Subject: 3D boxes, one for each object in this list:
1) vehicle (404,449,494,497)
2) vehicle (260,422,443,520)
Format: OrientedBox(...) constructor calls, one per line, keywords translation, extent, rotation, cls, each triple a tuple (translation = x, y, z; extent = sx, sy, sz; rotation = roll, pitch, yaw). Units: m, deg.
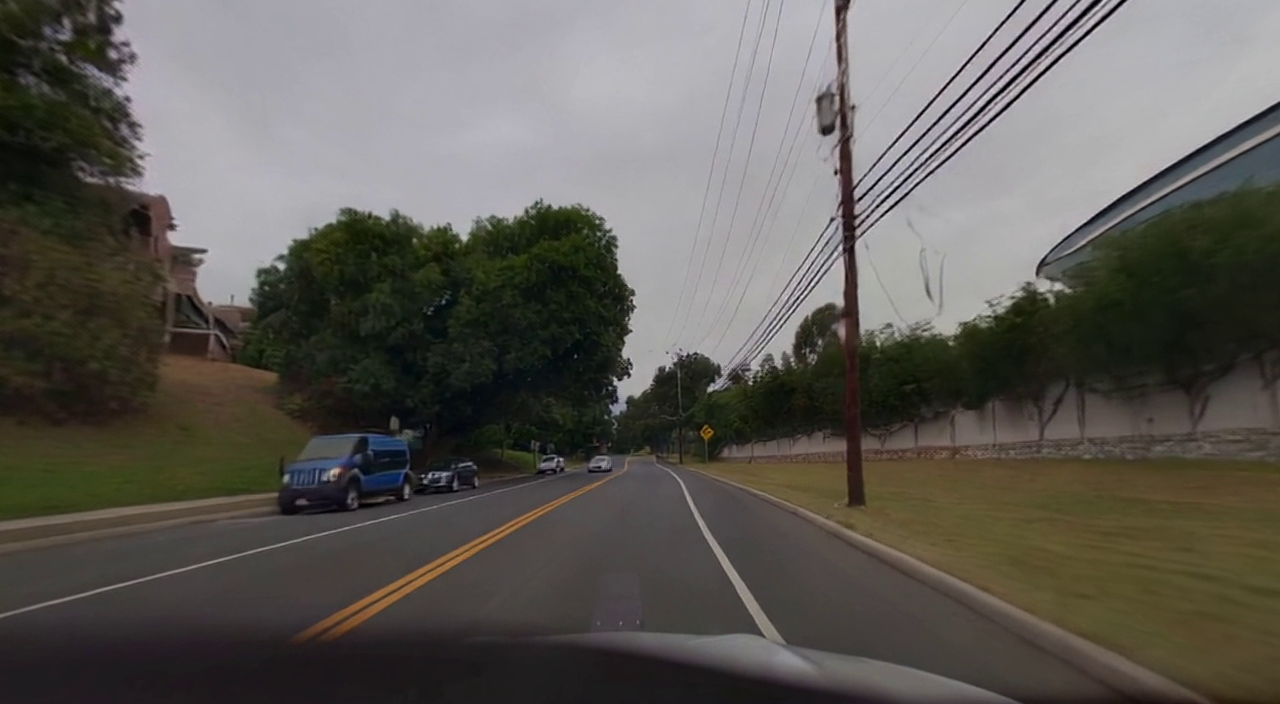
OrientedBox(translation=(-7.217, 4.681, 24.376), extent=(1.940, 1.514, 4.544), rotation=(-4, -11, 2), cls="vehicle")
OrientedBox(translation=(-7.376, 3.081, 16.881), extent=(2.295, 1.989, 5.055), rotation=(-6, -9, 3), cls="vehicle")
